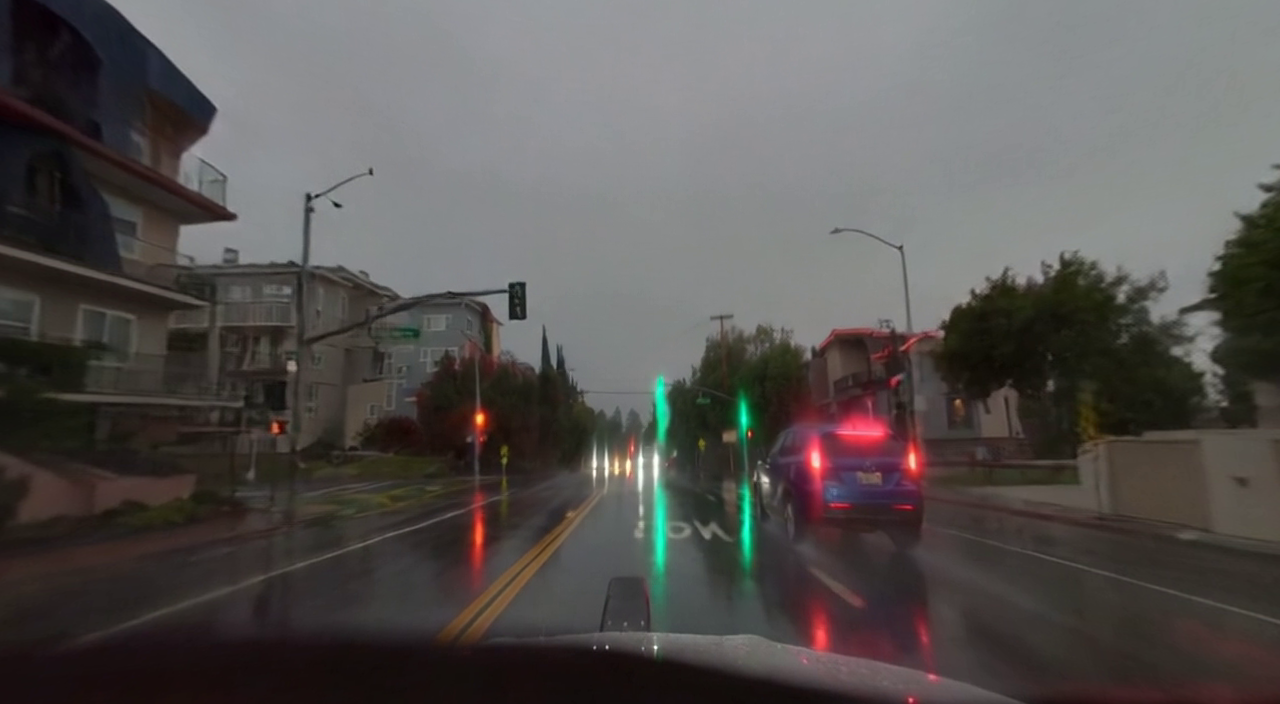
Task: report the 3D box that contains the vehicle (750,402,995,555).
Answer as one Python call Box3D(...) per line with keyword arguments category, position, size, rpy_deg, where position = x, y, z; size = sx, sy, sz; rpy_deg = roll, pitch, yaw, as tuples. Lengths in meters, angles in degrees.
Box3D(category="vehicle", position=(3.295, 1.928, 10.250), size=(2.130, 1.863, 4.844), rpy_deg=(0, -9, 0))

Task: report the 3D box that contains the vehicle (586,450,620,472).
Box3D(category="vehicle", position=(-2.658, 8.020, 46.391), size=(2.170, 1.513, 4.270), rpy_deg=(0, -9, 1))

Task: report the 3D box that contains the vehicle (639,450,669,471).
Box3D(category="vehicle", position=(1.015, 7.938, 46.308), size=(2.097, 1.463, 4.043), rpy_deg=(0, -9, 0))
